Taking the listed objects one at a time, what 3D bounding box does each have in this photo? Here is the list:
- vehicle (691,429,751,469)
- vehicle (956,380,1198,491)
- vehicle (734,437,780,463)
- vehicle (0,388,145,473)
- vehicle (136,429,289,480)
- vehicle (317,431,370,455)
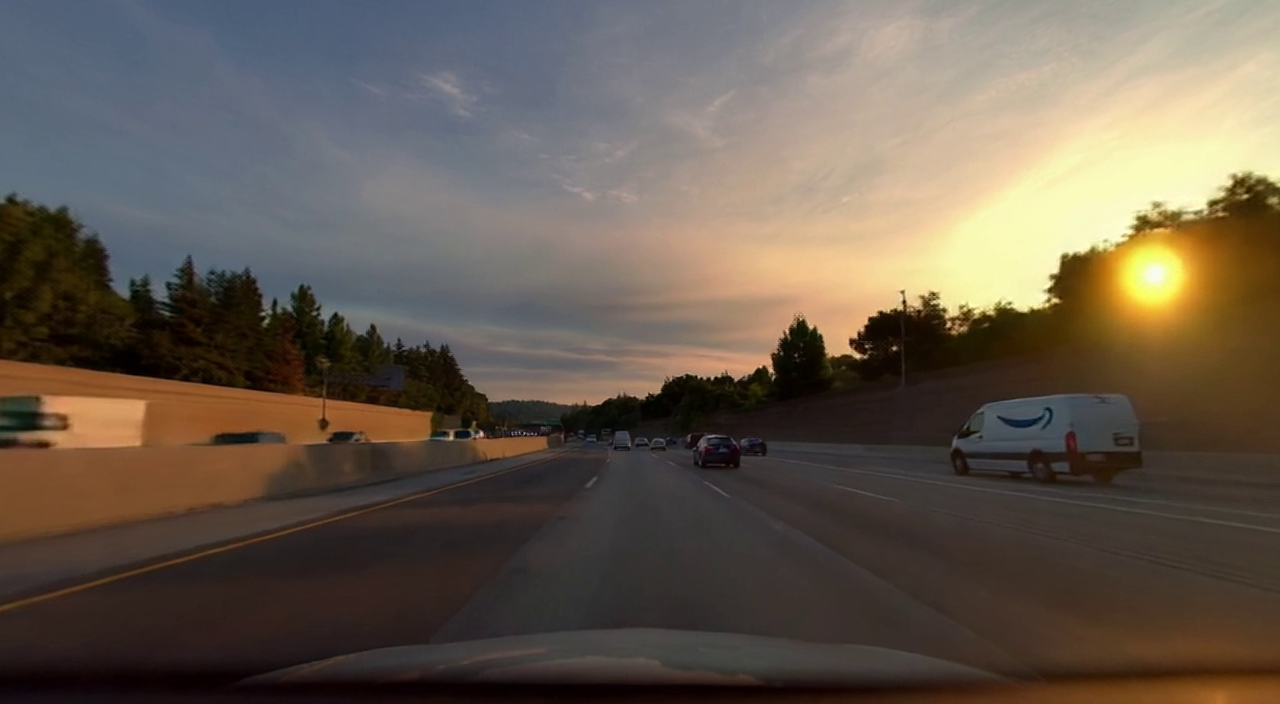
[{"bbox_3d":[3.786,4.635,30.229,2.141,1.732,4.279,0,-8,-2],"label":"vehicle"},{"bbox_3d":[12.767,2.599,19.395,2.274,2.802,6.802,0,-8,-3],"label":"vehicle"},{"bbox_3d":[6.935,5.861,37.803,1.798,1.473,4.077,0,-8,-2],"label":"vehicle"},{"bbox_3d":[-25.010,3.362,26.535,3.027,3.116,6.548,0,-8,-1],"label":"vehicle"},{"bbox_3d":[-13.790,3.330,20.762,1.859,1.472,4.558,0,-8,-1],"label":"vehicle"},{"bbox_3d":[-22.151,6.859,47.295,1.915,1.683,4.596,0,-8,-2],"label":"vehicle"}]
